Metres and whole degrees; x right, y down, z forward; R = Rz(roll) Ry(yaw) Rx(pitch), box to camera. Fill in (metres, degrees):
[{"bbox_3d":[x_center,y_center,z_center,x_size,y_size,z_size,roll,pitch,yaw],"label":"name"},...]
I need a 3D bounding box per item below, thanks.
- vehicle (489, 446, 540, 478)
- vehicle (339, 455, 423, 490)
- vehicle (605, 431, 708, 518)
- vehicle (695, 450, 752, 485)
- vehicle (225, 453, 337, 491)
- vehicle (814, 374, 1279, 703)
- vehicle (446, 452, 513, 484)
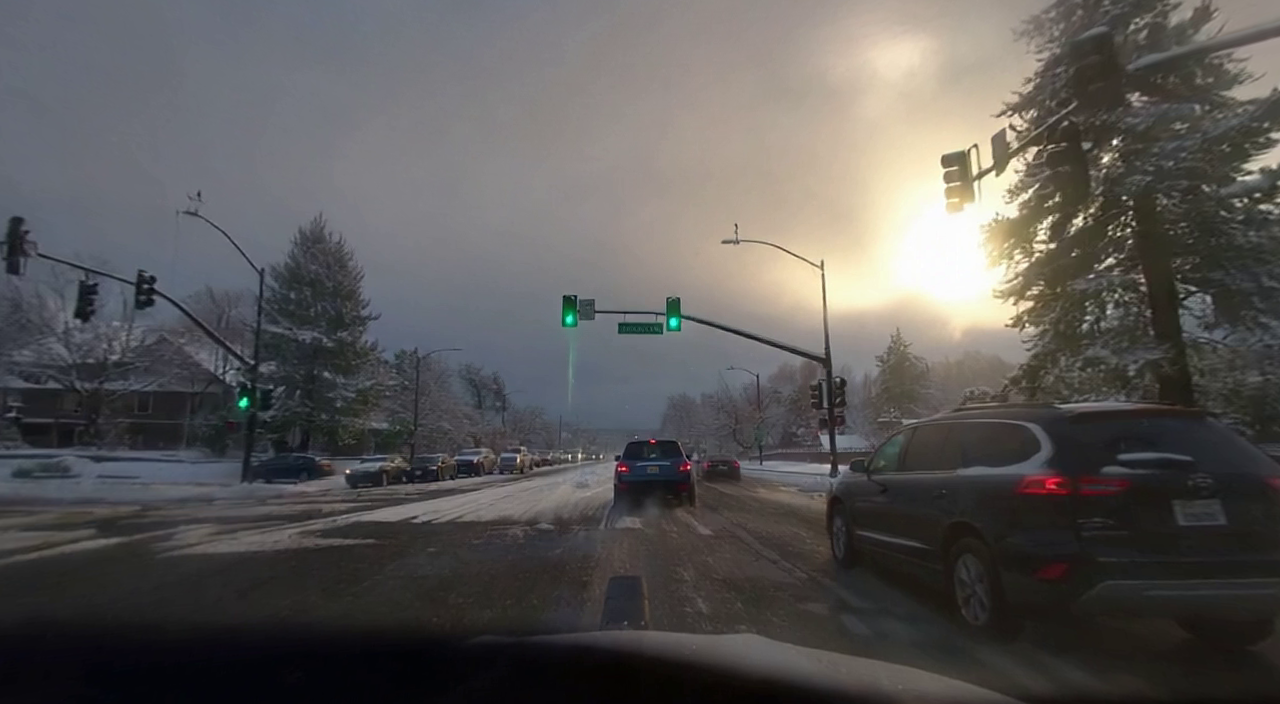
[{"bbox_3d":[-8.025,7.050,40.793,2.182,1.939,4.889,0,-8,1],"label":"vehicle"},{"bbox_3d":[-11.954,5.551,29.395,1.959,1.450,4.487,0,-8,1],"label":"vehicle"},{"bbox_3d":[0.318,2.922,15.604,2.185,1.822,4.391,0,-8,-1],"label":"vehicle"},{"bbox_3d":[3.870,5.442,29.976,2.096,1.489,4.757,0,-9,1],"label":"vehicle"},{"bbox_3d":[-18.547,6.159,32.819,1.986,1.742,4.580,-5,-10,31],"label":"vehicle"},{"bbox_3d":[3.294,1.339,5.624,2.166,1.799,4.372,0,-8,-1],"label":"vehicle"},{"bbox_3d":[-7.964,5.803,31.806,2.083,1.420,4.702,0,-9,1],"label":"vehicle"}]
